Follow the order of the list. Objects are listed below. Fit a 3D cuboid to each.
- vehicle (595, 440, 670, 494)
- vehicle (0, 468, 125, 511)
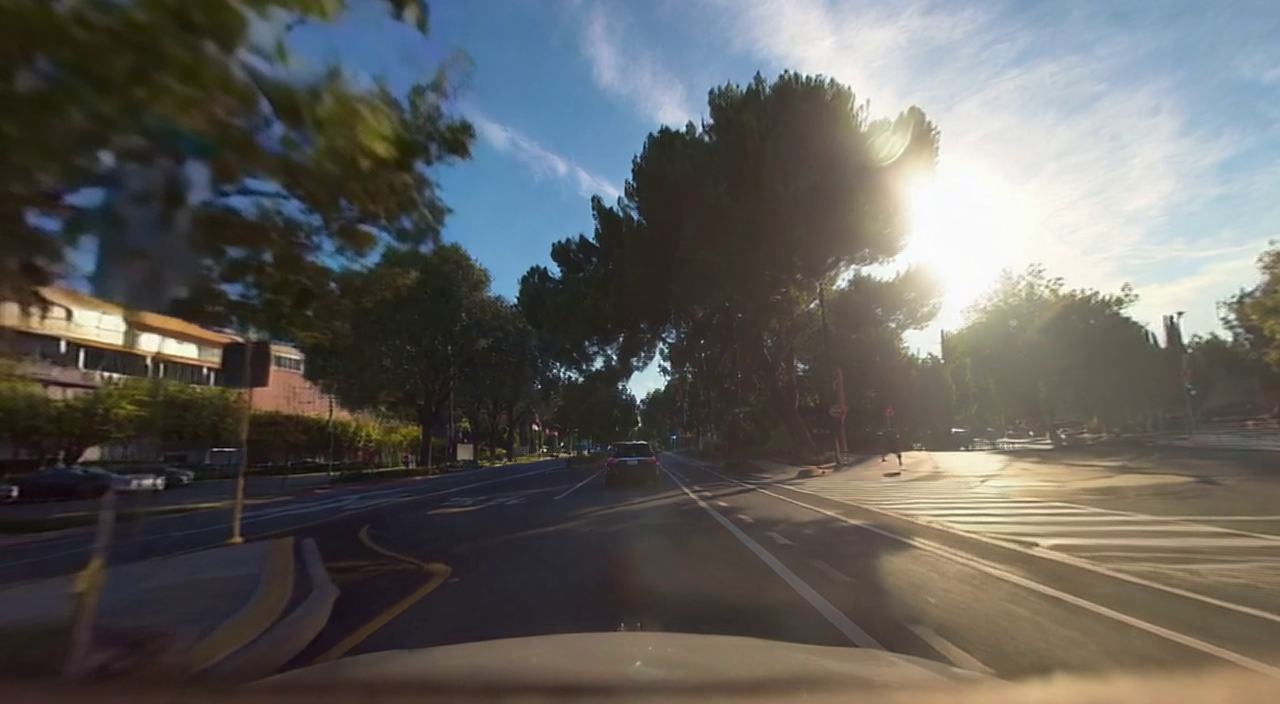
[{"bbox_3d":[-0.229,3.727,20.840,2.221,1.570,4.398,0,-9,0],"label":"vehicle"},{"bbox_3d":[-23.015,5.339,24.638,4.086,1.478,1.844,0,-8,-4],"label":"vehicle"}]
